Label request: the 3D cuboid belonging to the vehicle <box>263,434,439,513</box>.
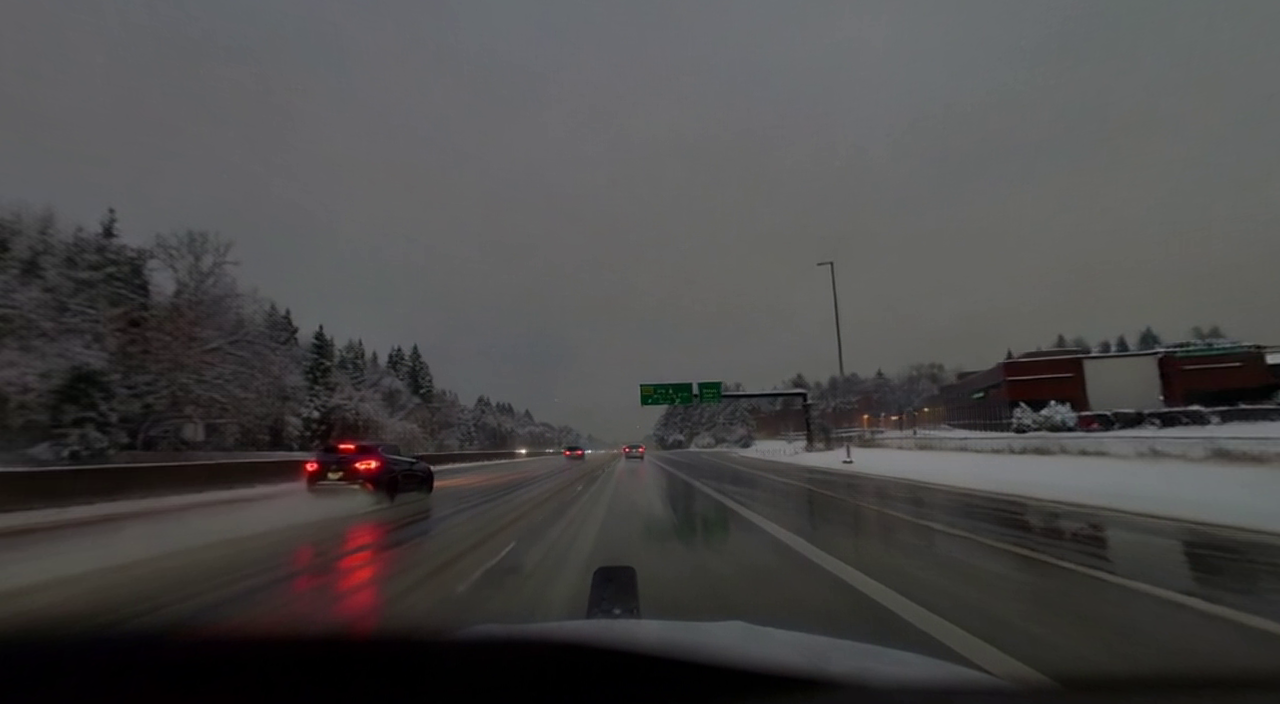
[{"bbox_3d":[-6.731,2.872,15.477,2.016,1.606,4.806,0,-9,0],"label":"vehicle"}]
